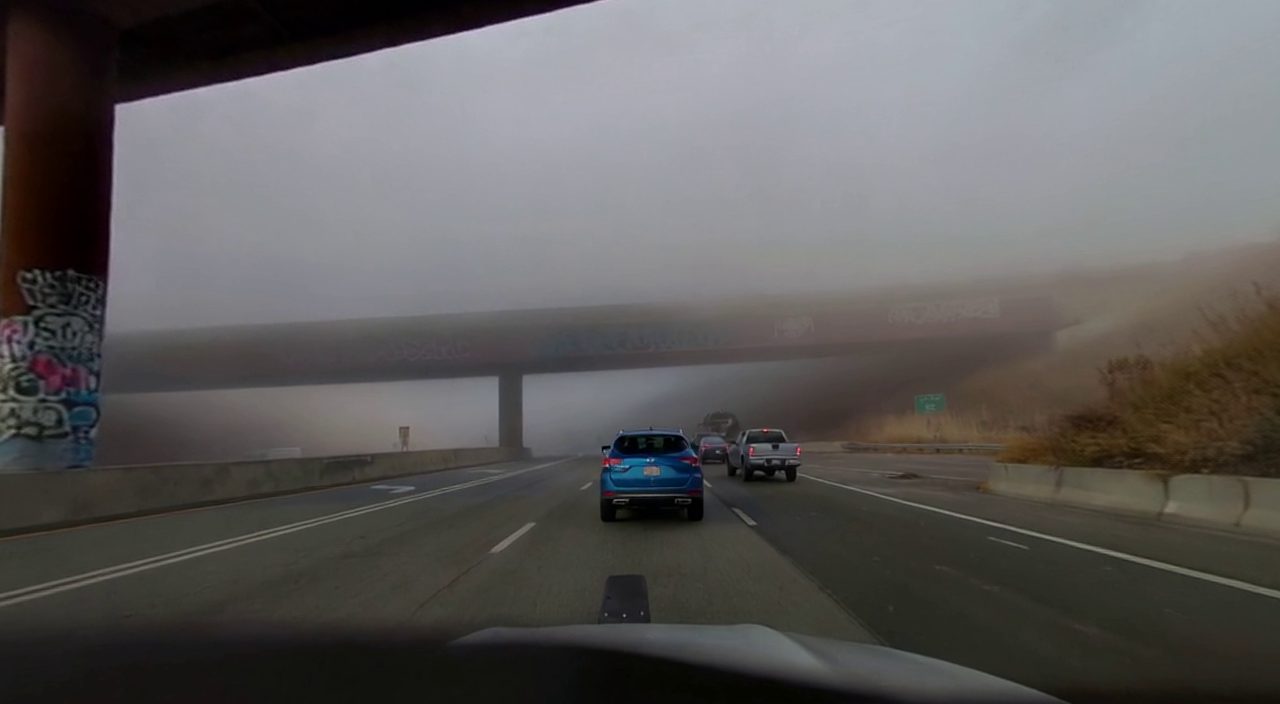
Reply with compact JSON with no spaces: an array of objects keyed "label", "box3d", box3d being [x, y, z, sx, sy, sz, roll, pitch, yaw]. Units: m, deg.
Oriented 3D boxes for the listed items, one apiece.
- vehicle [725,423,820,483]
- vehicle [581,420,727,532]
[{"label":"vehicle","box3d":[4.694,3.716,23.470,2.311,1.922,5.977,0,-8,1]},{"label":"vehicle","box3d":[0.233,2.164,11.549,2.193,1.651,3.946,-1,-8,1]}]
